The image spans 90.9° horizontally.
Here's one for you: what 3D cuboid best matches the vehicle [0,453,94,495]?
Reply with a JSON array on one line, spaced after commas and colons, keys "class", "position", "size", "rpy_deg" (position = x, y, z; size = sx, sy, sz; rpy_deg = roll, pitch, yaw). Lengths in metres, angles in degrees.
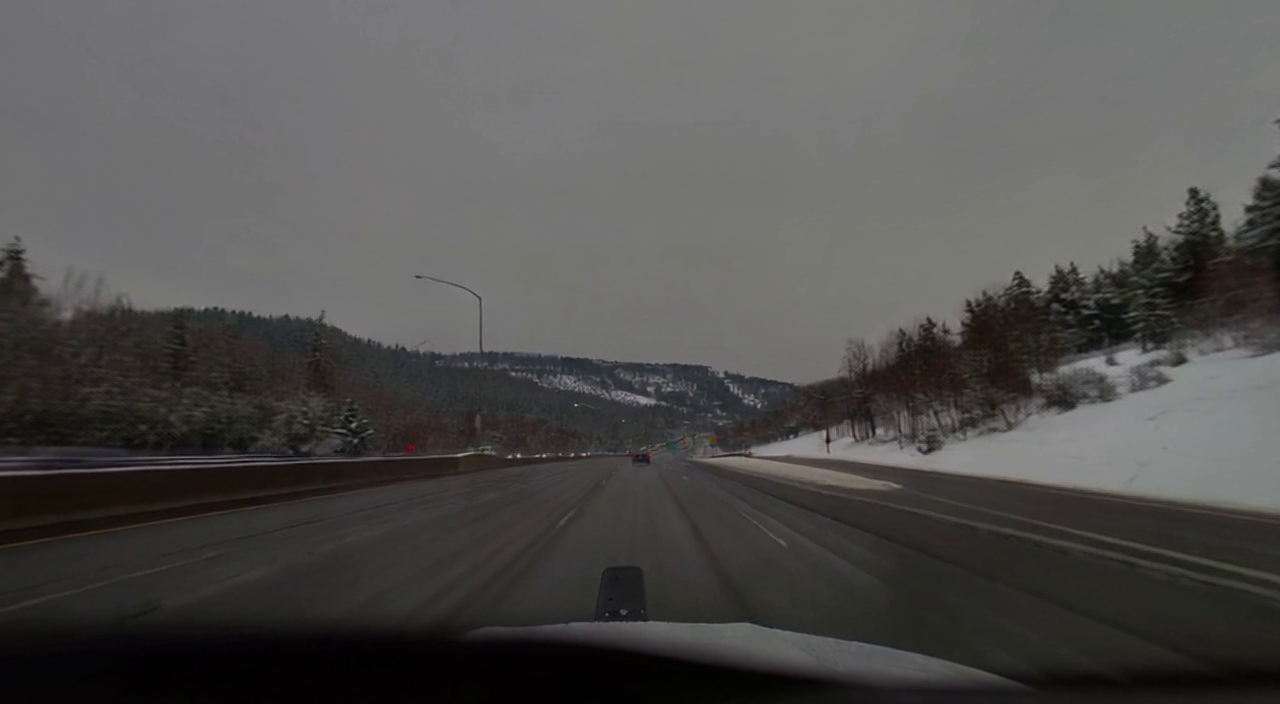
[{"class": "vehicle", "position": [-24.329, 4.713, 24.588], "size": [2.037, 1.483, 4.504], "rpy_deg": [0, -8, 0]}]
